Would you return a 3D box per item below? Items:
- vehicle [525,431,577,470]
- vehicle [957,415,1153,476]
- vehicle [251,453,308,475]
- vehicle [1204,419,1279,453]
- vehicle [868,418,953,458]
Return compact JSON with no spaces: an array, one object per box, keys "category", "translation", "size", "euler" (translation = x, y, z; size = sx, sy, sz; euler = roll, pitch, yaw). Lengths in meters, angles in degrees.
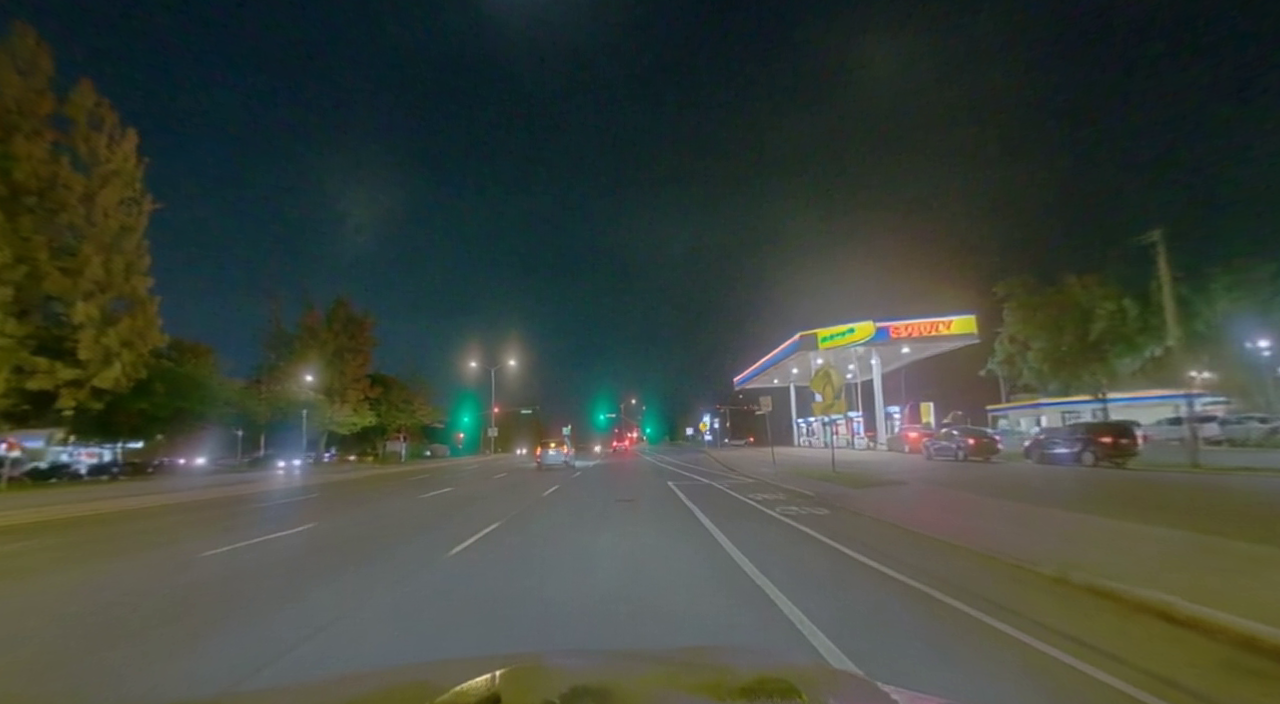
[{"category":"vehicle","translation":[-4.358,4.905,31.604],"size":[1.985,1.772,4.479],"euler":[0,-8,-1]},{"category":"vehicle","translation":[12.894,2.920,19.883],"size":[4.612,1.491,2.061],"euler":[-4,-7,1]},{"category":"vehicle","translation":[-26.824,8.324,47.203],"size":[1.802,1.448,4.408],"euler":[1,-8,-3]},{"category":"vehicle","translation":[27.076,3.583,26.871],"size":[4.127,1.399,1.839],"euler":[-1,-8,7]},{"category":"vehicle","translation":[13.971,4.433,32.761],"size":[1.876,1.693,3.562],"euler":[12,-10,-27]}]
